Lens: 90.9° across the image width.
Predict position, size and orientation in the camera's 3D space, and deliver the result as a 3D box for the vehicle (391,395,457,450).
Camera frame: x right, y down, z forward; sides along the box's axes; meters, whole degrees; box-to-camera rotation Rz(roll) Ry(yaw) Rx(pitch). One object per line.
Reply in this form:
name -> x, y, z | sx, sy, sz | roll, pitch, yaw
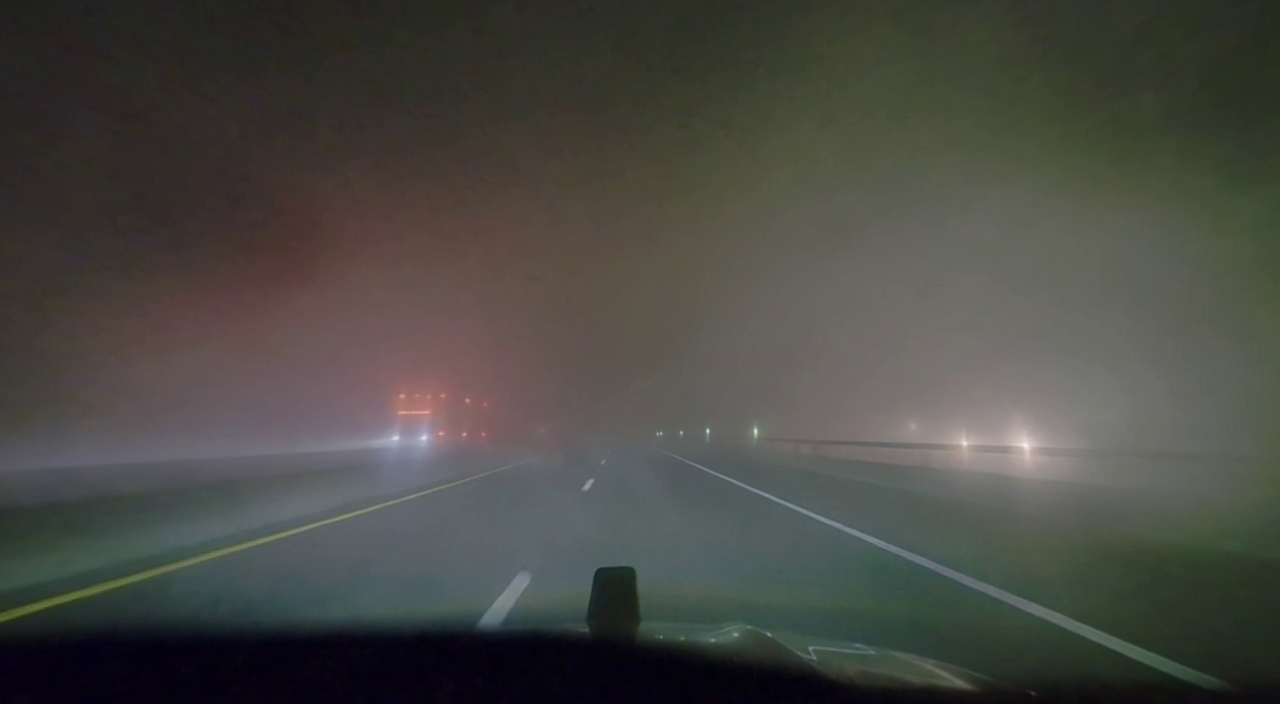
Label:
vehicle -> -16.465, 5.464, 48.466 | 3.006, 3.965, 5.994 | 1, -8, -2
